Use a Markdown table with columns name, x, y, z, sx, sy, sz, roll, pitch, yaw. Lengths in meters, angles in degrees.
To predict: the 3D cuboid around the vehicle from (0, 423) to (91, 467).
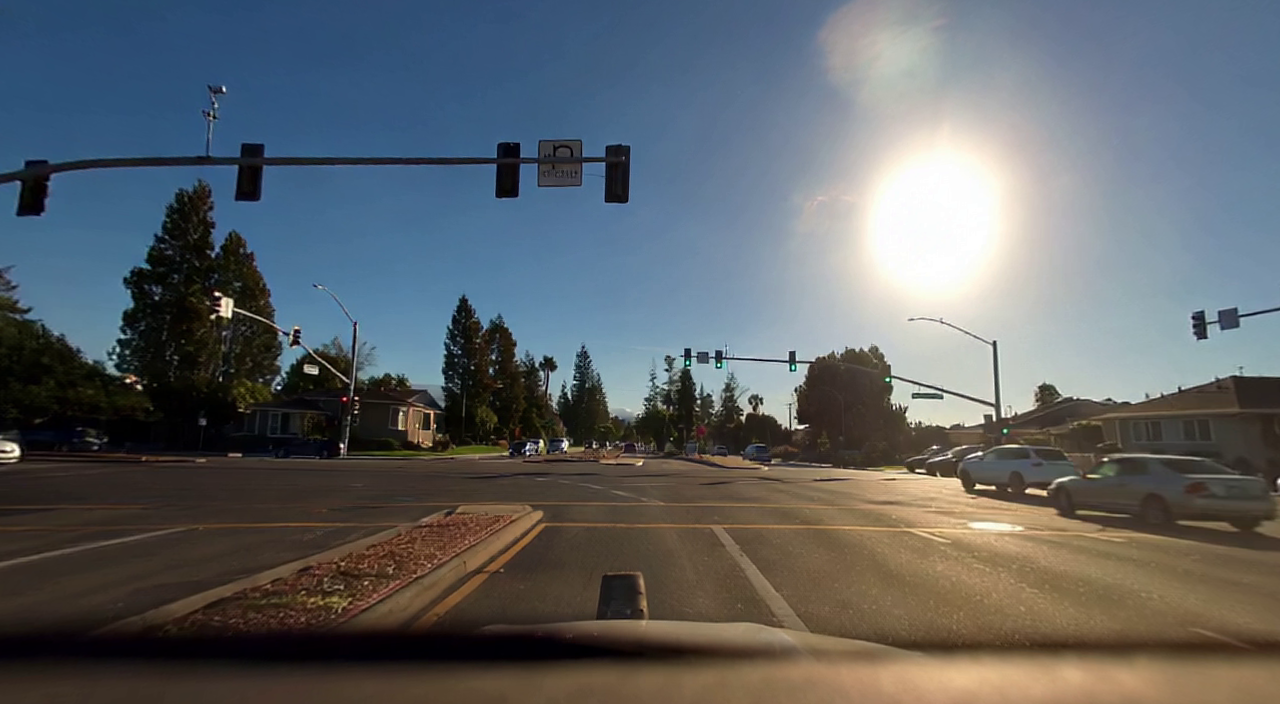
| name | x | y | z | sx | sy | sz | roll | pitch | yaw |
| --- | --- | --- | --- | --- | --- | --- | --- | --- | --- |
| vehicle | -27.020 | 3.983 | 26.987 | 4.911 | 1.801 | 2.129 | 0 | -8 | 0 |

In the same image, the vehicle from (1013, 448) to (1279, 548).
| name | x | y | z | sx | sy | sz | roll | pitch | yaw |
| --- | --- | --- | --- | --- | --- | --- | --- | --- | --- |
| vehicle | 9.559 | 2.606 | 12.067 | 1.947 | 1.481 | 4.745 | 0 | -8 | 1 |

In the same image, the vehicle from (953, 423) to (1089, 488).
| name | x | y | z | sx | sy | sz | roll | pitch | yaw |
| --- | --- | --- | --- | --- | --- | --- | --- | --- | --- |
| vehicle | 16.810 | 4.722 | 28.357 | 2.289 | 2.575 | 6.010 | 0 | -11 | 1 |

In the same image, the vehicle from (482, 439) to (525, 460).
| name | x | y | z | sx | sy | sz | roll | pitch | yaw |
| --- | --- | --- | --- | --- | --- | --- | --- | --- | --- |
| vehicle | -10.072 | 7.218 | 46.723 | 2.039 | 1.519 | 4.356 | -1 | -8 | 2 |

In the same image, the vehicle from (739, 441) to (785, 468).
| name | x | y | z | sx | sy | sz | roll | pitch | yaw |
| --- | --- | --- | --- | --- | --- | --- | --- | --- | --- |
| vehicle | 7.344 | 6.211 | 38.350 | 1.962 | 1.568 | 4.430 | 0 | -8 | 1 |

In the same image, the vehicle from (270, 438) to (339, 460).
| name | x | y | z | sx | sy | sz | roll | pitch | yaw |
| --- | --- | --- | --- | --- | --- | --- | --- | --- | --- |
| vehicle | -24.815 | 7.171 | 46.785 | 1.917 | 1.543 | 4.027 | -5 | -10 | 29 |
